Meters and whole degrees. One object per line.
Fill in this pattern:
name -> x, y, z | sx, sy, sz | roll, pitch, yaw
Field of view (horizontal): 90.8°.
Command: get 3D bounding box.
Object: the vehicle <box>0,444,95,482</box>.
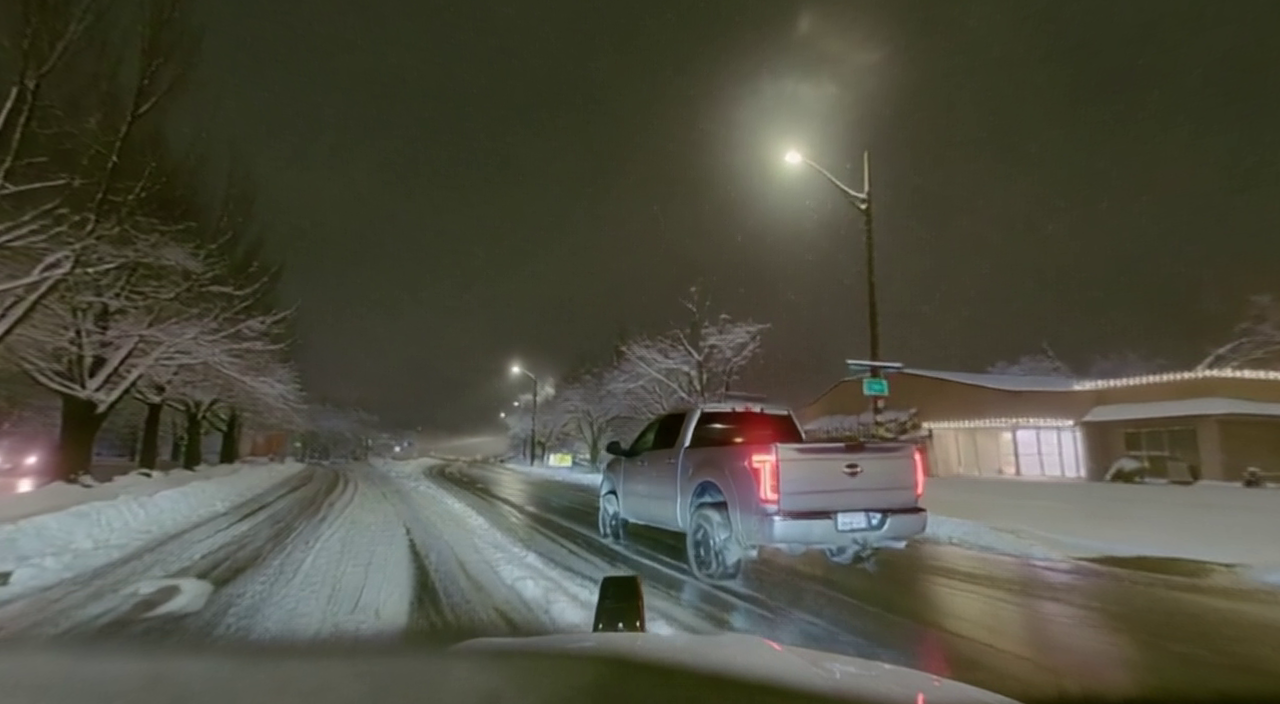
vehicle -> -29.789, 5.615, 31.835 | 2.037, 1.725, 4.632 | 5, -11, -23

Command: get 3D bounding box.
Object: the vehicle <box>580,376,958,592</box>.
vehicle -> 1.109, 1.730, 8.751 | 2.402, 1.922, 5.677 | 5, -11, -20
